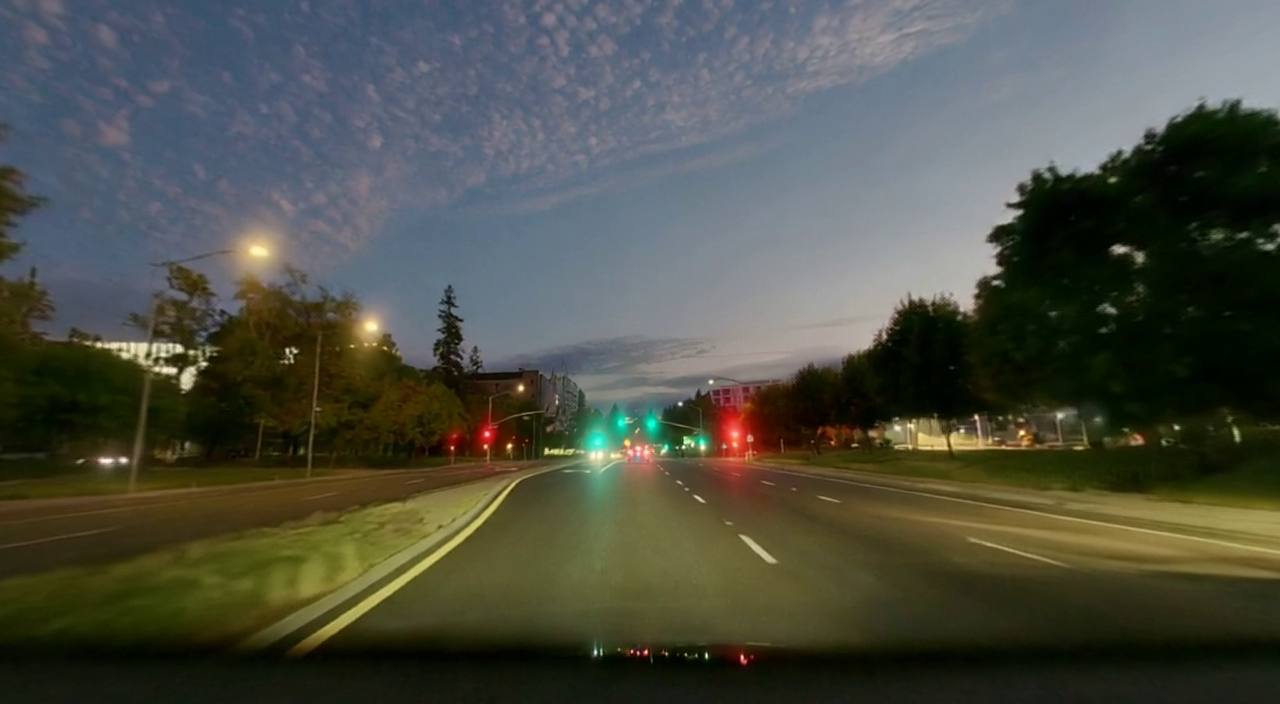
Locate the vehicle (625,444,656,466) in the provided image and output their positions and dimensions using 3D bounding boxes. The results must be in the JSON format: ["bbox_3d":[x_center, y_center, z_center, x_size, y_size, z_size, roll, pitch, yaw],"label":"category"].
[{"bbox_3d":[0.062,7.314,44.716,2.064,1.477,3.968,0,-9,1],"label":"vehicle"}]
